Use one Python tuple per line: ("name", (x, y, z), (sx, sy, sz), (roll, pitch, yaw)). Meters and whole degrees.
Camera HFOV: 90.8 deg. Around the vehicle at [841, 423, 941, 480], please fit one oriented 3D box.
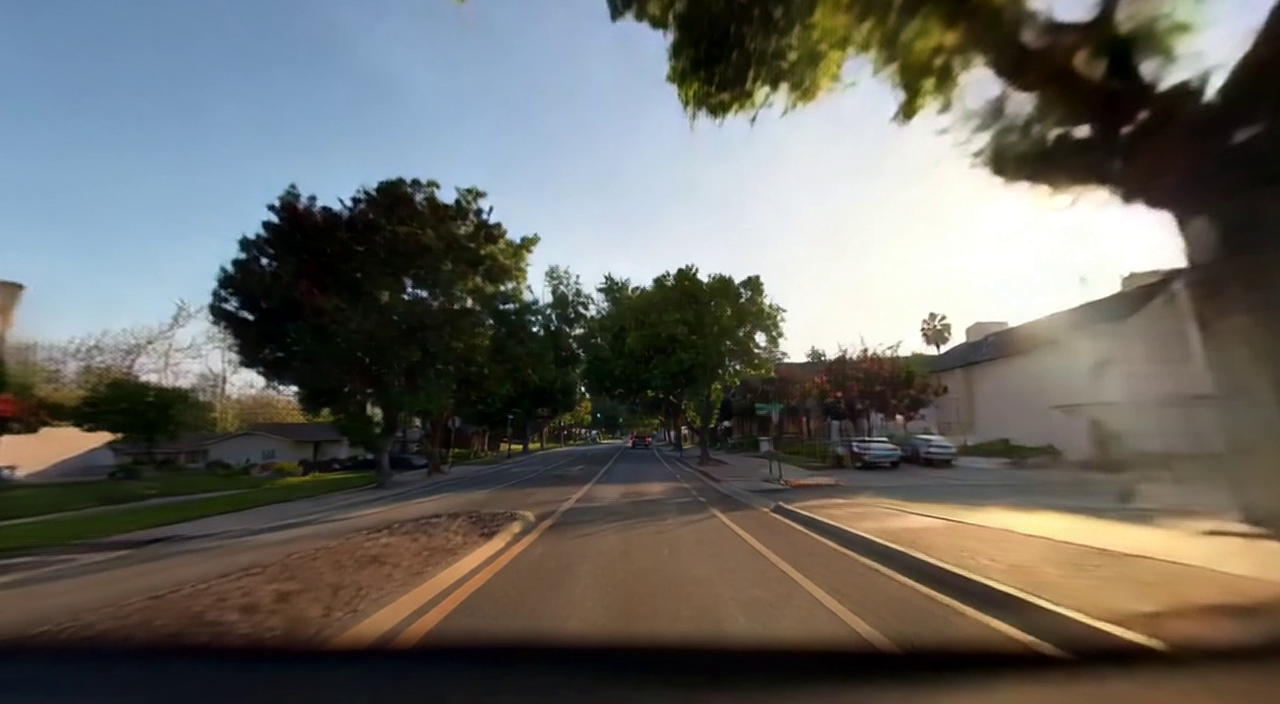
("vehicle", (11.084, 4.541, 28.338), (2.001, 1.744, 4.449), (-4, -16, -9))
